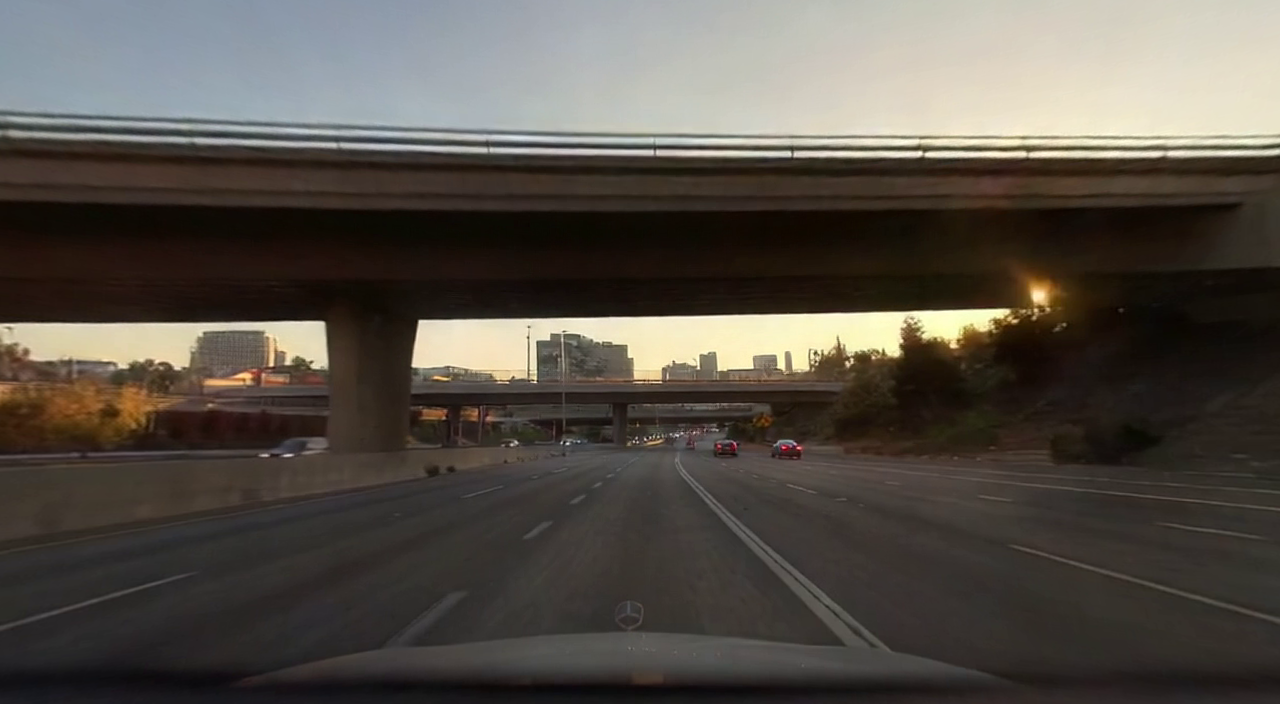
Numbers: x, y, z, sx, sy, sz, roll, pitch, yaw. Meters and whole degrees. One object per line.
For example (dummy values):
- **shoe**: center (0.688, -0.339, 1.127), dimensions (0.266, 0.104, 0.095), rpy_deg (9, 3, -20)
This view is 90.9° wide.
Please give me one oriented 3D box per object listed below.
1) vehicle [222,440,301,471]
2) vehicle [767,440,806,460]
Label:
- **vehicle**: center (-17.655, 4.830, 29.610), dimensions (1.487, 1.357, 3.356), rpy_deg (-1, -8, 3)
- **vehicle**: center (11.481, 7.710, 49.666), dimensions (2.000, 1.514, 4.585), rpy_deg (-1, -8, 1)
